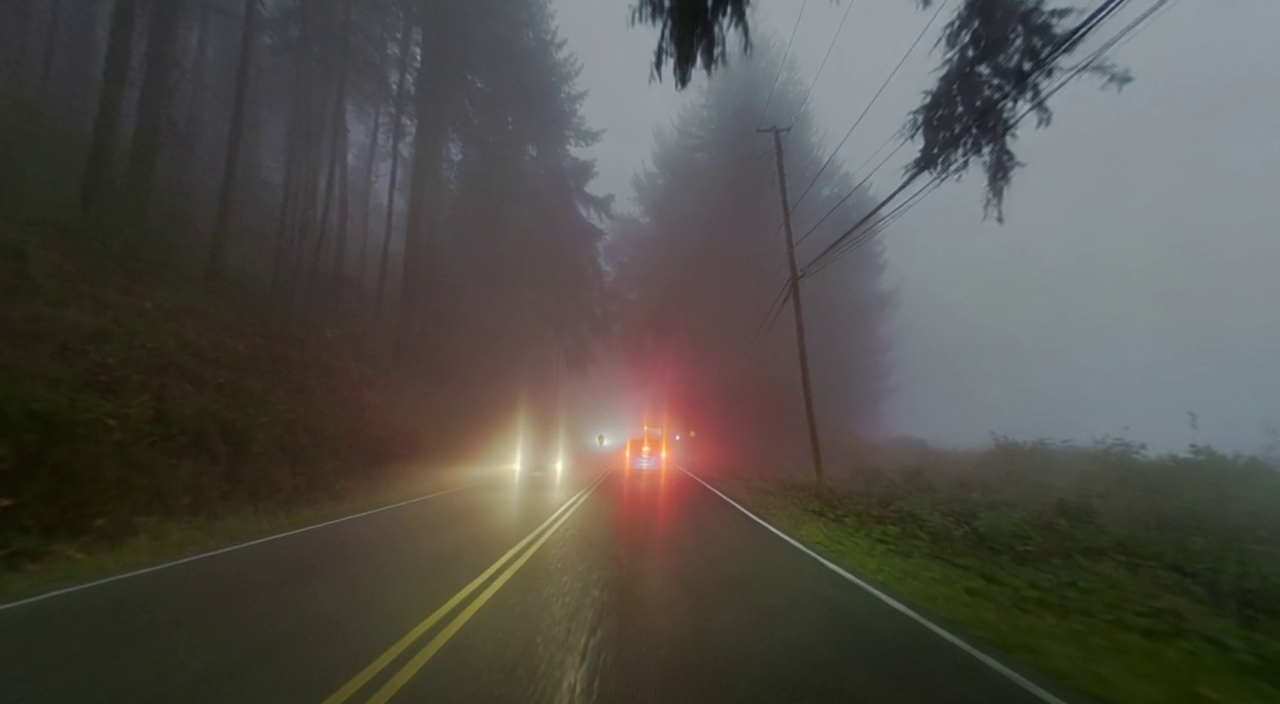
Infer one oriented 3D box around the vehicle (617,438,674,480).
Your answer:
[{"bbox_3d":[0.162,4.177,24.889,2.081,1.503,3.726,0,-8,-1],"label":"vehicle"}]
